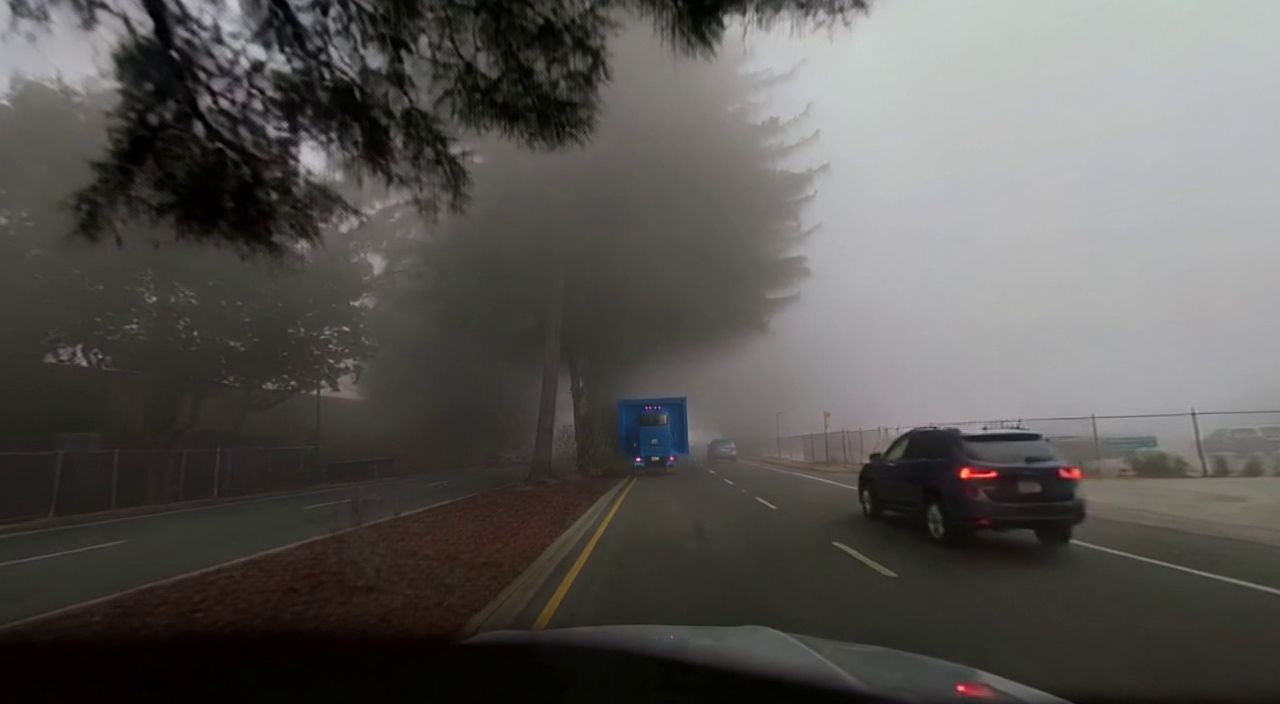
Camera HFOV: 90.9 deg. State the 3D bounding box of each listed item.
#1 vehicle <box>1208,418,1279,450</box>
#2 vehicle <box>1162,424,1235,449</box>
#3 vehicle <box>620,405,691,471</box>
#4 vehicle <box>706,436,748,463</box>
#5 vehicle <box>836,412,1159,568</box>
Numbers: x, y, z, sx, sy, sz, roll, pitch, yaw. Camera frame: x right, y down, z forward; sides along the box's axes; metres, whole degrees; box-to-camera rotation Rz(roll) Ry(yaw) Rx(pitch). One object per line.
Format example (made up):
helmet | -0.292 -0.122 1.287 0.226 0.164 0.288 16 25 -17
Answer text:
vehicle | 37.495 5.015 38.081 2.389 1.806 5.792 -3 -9 18
vehicle | 44.083 6.686 49.914 2.050 1.801 5.143 -5 -8 15
vehicle | 0.797 4.424 32.326 3.197 2.963 7.055 0 -8 2
vehicle | 5.694 6.421 41.670 2.151 1.662 4.543 0 -8 1
vehicle | 4.555 1.811 9.102 2.076 1.661 4.524 0 -8 1
